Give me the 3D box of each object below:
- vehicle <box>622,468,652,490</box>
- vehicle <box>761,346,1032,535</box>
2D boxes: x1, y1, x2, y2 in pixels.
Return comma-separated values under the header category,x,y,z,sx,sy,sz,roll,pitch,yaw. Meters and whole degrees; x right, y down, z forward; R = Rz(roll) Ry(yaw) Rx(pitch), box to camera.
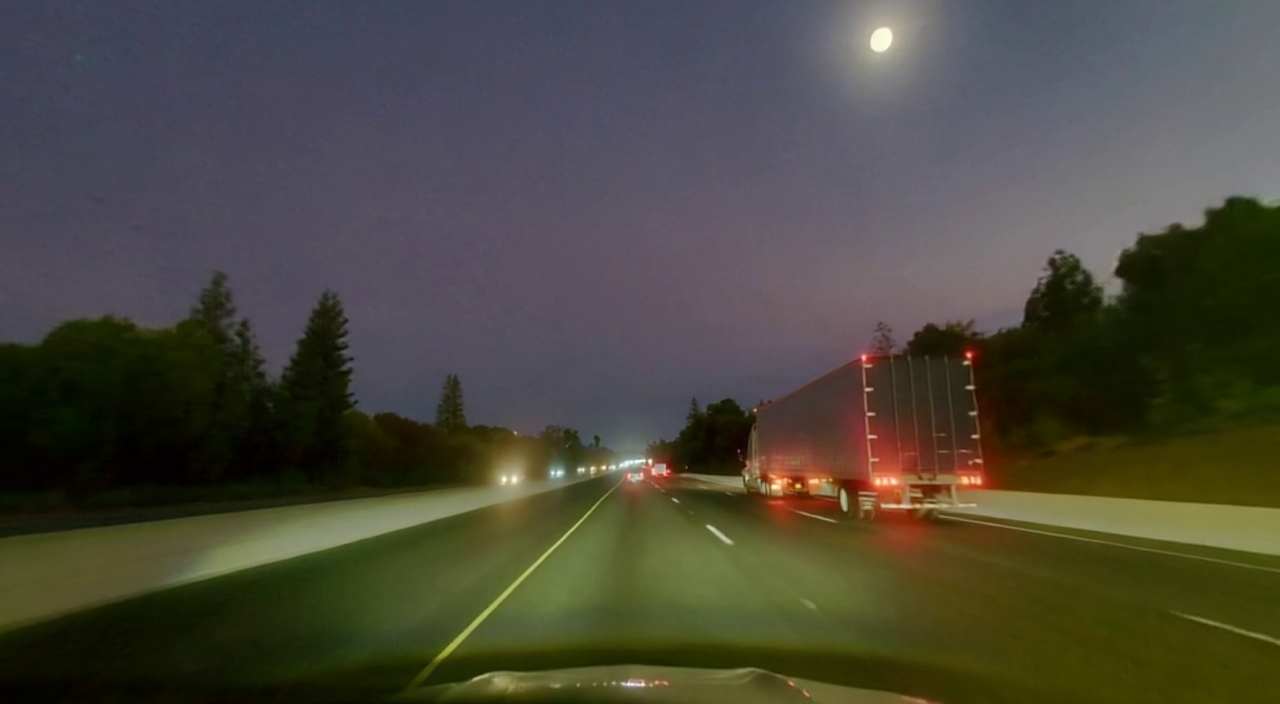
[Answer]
category,x,y,z,sx,sy,sz,roll,pitch,yaw
vehicle,-0.241,8.933,44.524,2.029,1.459,3.684,1,-10,-1
vehicle,6.860,3.147,20.608,2.926,4.073,13.836,1,-10,0
